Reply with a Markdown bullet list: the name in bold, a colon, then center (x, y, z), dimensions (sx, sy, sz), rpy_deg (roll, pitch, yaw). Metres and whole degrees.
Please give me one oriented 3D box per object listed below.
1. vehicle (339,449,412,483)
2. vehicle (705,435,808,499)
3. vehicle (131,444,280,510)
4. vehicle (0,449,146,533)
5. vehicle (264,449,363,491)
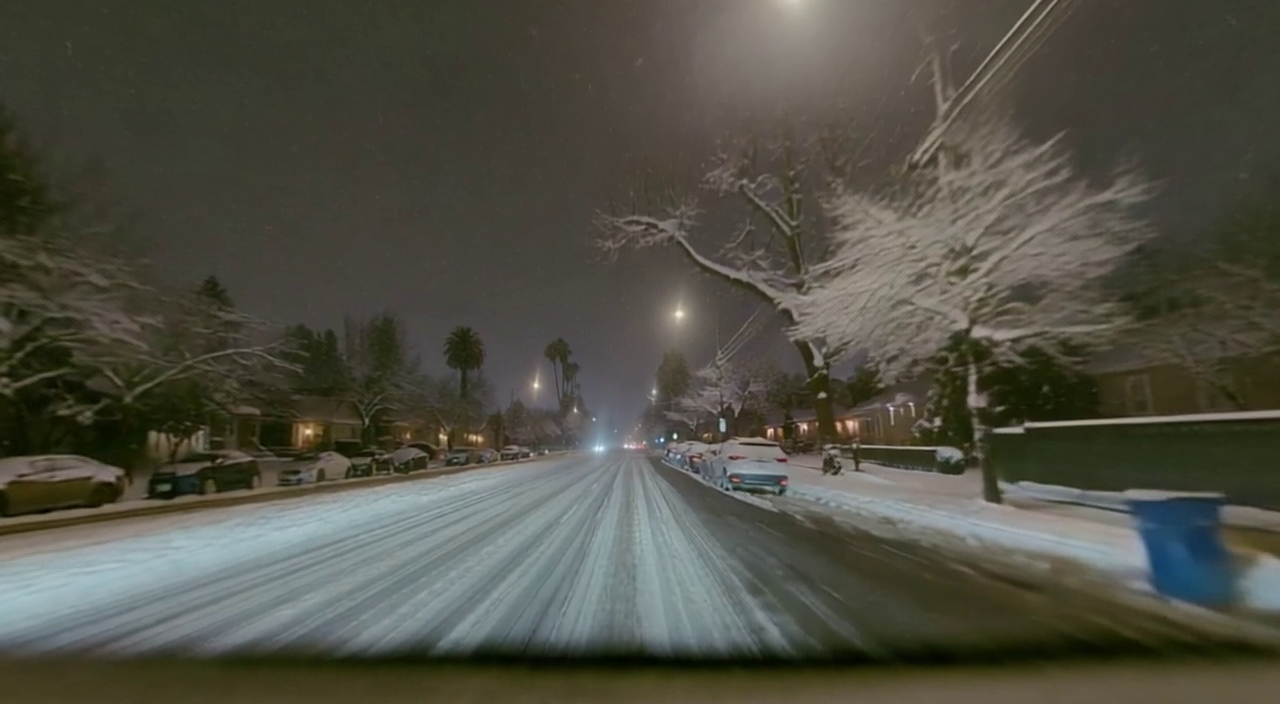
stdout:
- **vehicle**: center (-13.734, 5.900, 33.086), dimensions (1.899, 1.474, 4.529), rpy_deg (-1, -7, -1)
- **vehicle**: center (3.451, 3.540, 19.949), dimensions (2.221, 1.718, 5.192), rpy_deg (0, -9, -1)
- **vehicle**: center (-13.660, 3.885, 20.228), dimensions (1.844, 1.764, 4.183), rpy_deg (-1, -7, -1)
- **vehicle**: center (-13.545, 2.961, 13.692), dimensions (2.131, 1.492, 4.310), rpy_deg (-1, -7, 1)
- **vehicle**: center (-13.735, 4.974, 26.926), dimensions (1.921, 1.498, 4.460), rpy_deg (0, -7, -1)
